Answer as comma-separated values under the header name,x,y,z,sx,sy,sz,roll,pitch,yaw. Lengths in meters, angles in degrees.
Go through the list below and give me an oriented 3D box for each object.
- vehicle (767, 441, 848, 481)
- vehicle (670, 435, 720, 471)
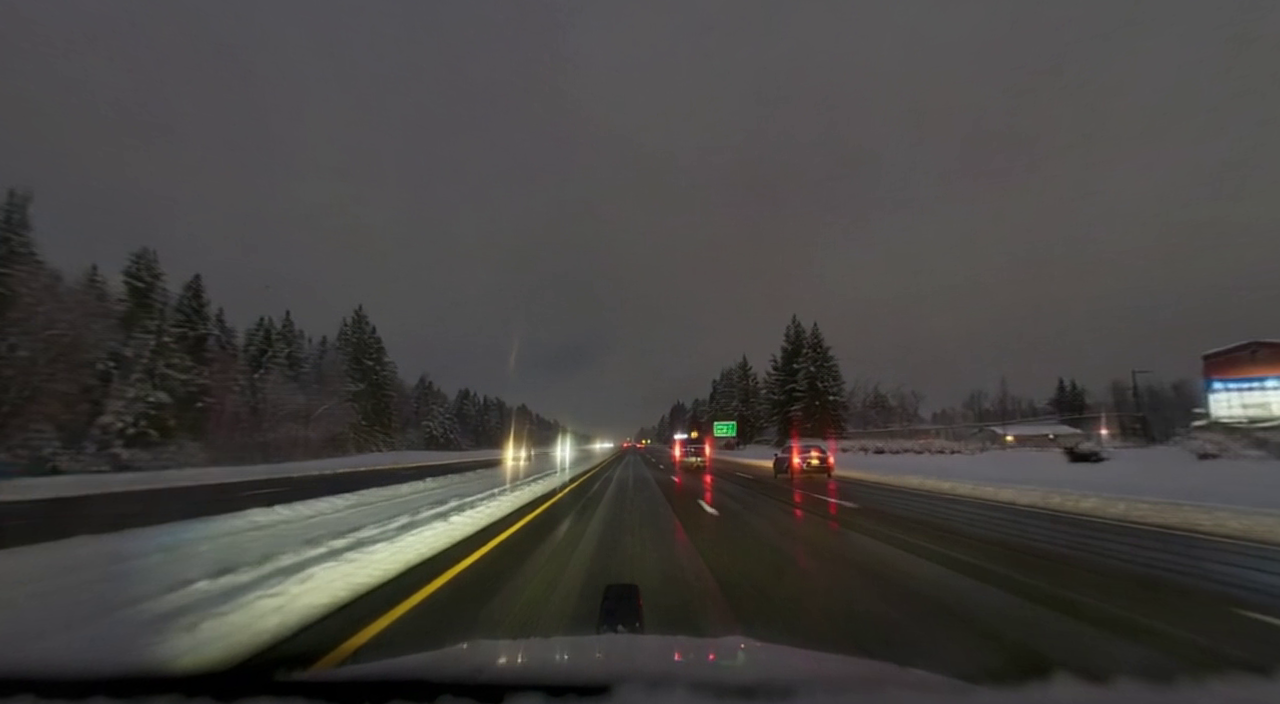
name,x,y,z,sx,sy,sz,roll,pitch,yaw
vehicle,6.493,4.268,25.025,2.009,1.456,4.097,0,-9,-1
vehicle,2.919,5.523,34.701,2.258,1.824,4.908,0,-9,-1
